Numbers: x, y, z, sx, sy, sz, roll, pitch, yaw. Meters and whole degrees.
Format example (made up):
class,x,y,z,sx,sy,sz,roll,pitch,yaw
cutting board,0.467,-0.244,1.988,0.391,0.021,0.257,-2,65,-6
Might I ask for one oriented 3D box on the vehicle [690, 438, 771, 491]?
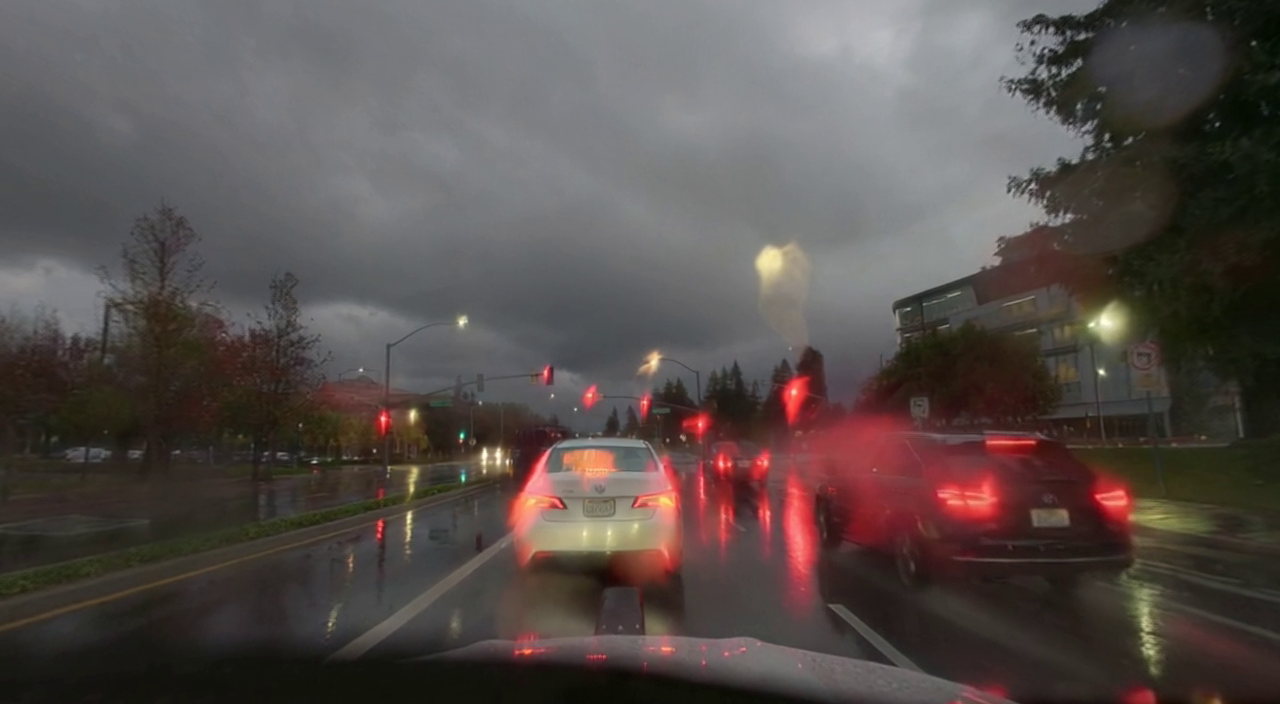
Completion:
class,x,y,z,sx,sy,sz,roll,pitch,yaw
vehicle,2.862,3.670,20.982,1.874,1.556,4.116,0,-9,-3

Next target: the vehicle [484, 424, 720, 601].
class,x,y,z,sx,sy,sz,roll,pitch,yaw
vehicle,-0.356,1.641,7.239,2.006,1.487,3.535,0,-9,-1

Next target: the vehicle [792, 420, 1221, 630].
class,x,y,z,sx,sy,sz,roll,pitch,yaw
vehicle,3.154,1.559,6.716,1.910,1.474,4.263,0,-9,-1
